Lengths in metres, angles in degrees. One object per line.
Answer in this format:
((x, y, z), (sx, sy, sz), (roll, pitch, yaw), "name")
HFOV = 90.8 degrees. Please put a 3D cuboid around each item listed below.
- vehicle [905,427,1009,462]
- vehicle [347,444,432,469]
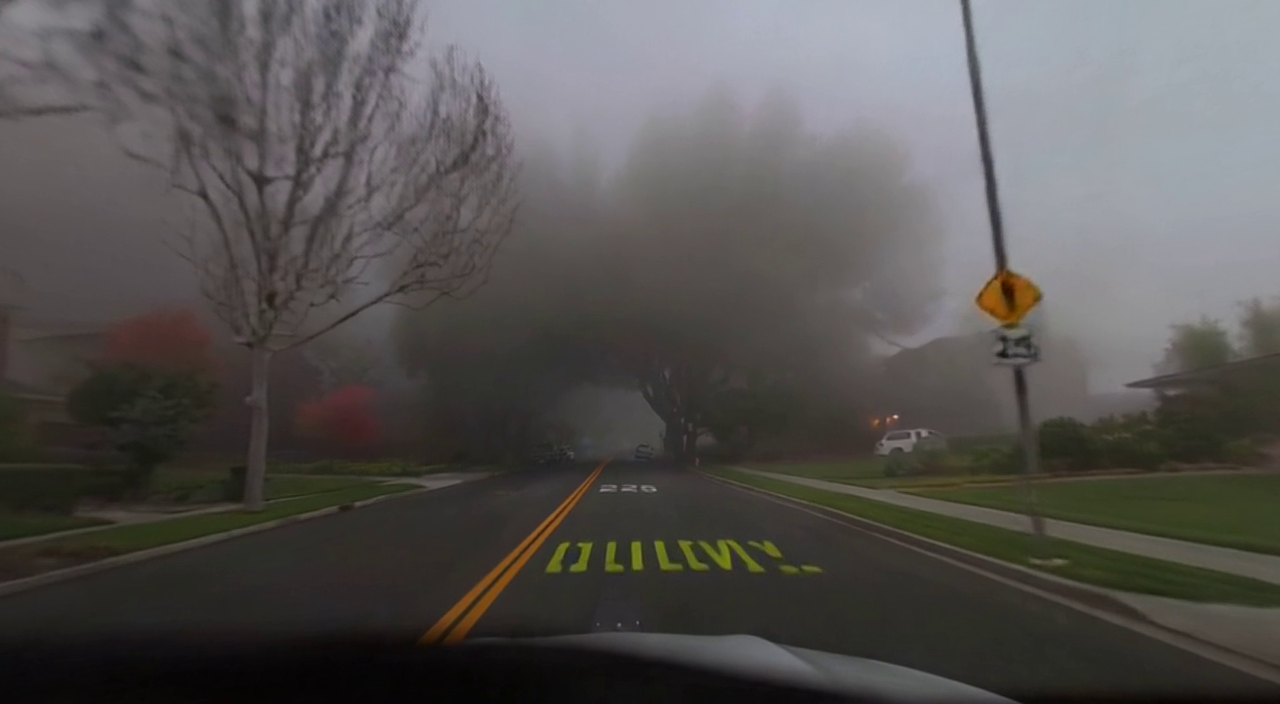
((15.960, 4.667, 31.960), (4.198, 1.697, 1.984), (1, -9, -5), "vehicle")
((-15.309, 6.416, 38.782), (4.388, 1.449, 1.882), (0, -9, -2), "vehicle")
